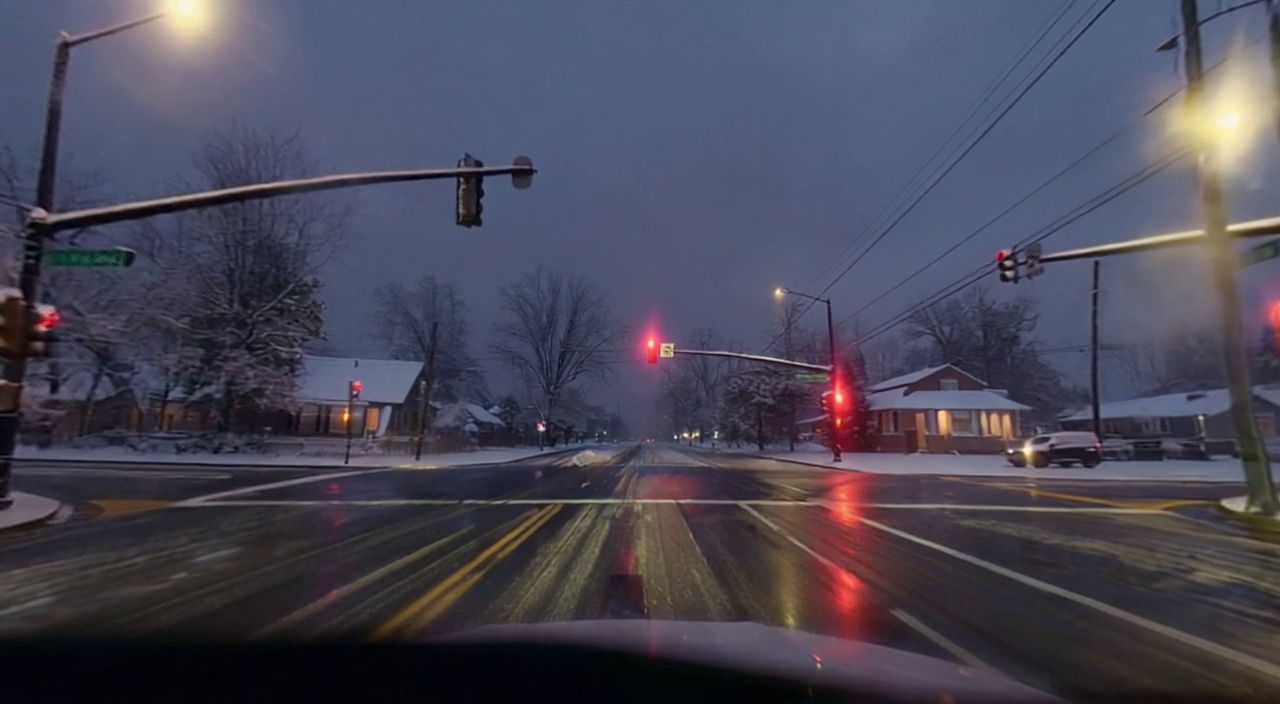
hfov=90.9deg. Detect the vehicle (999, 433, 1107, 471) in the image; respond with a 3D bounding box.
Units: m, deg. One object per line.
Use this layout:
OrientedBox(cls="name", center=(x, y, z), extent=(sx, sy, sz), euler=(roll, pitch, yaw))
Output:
OrientedBox(cls="vehicle", center=(22.885, 5.568, 35.218), extent=(2.030, 1.927, 4.853), euler=(2, -9, -14))
